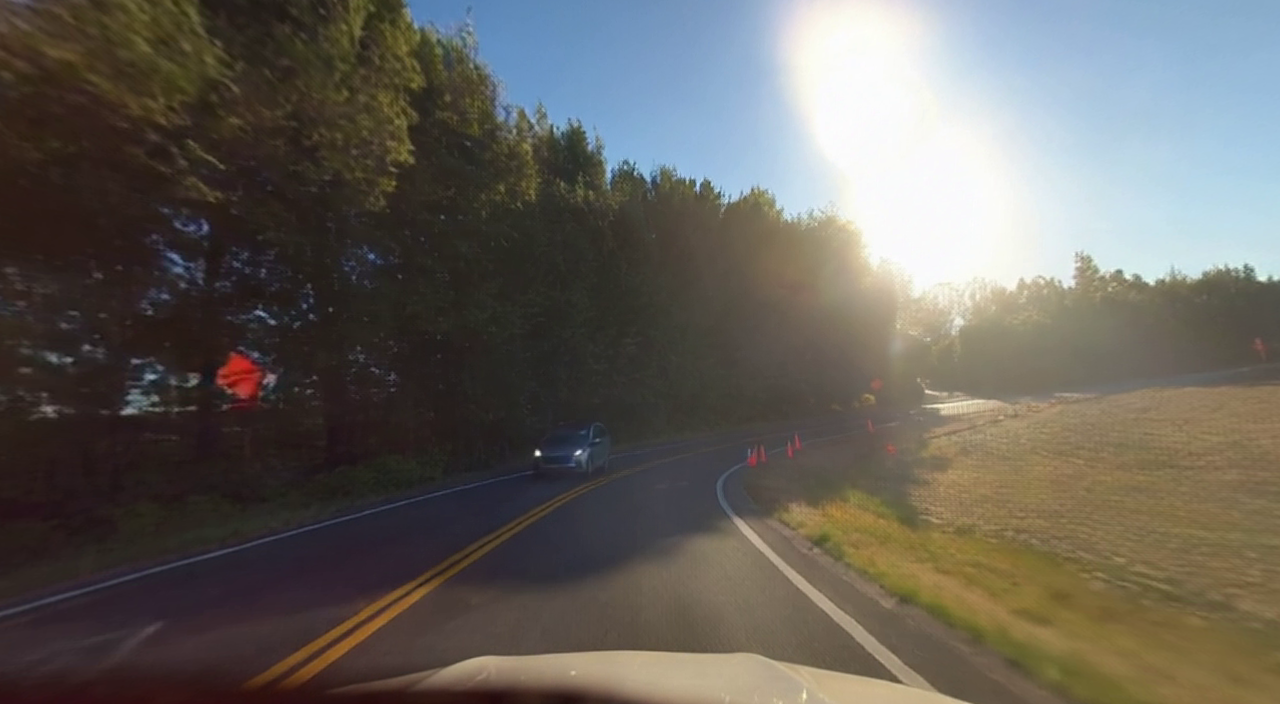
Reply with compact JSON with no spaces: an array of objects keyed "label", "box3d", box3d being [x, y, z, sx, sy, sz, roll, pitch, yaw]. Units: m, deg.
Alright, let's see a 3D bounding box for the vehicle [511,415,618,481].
[{"label":"vehicle","box3d":[-2.369,3.258,21.326,2.095,1.939,4.857,-3,-9,12]}]
